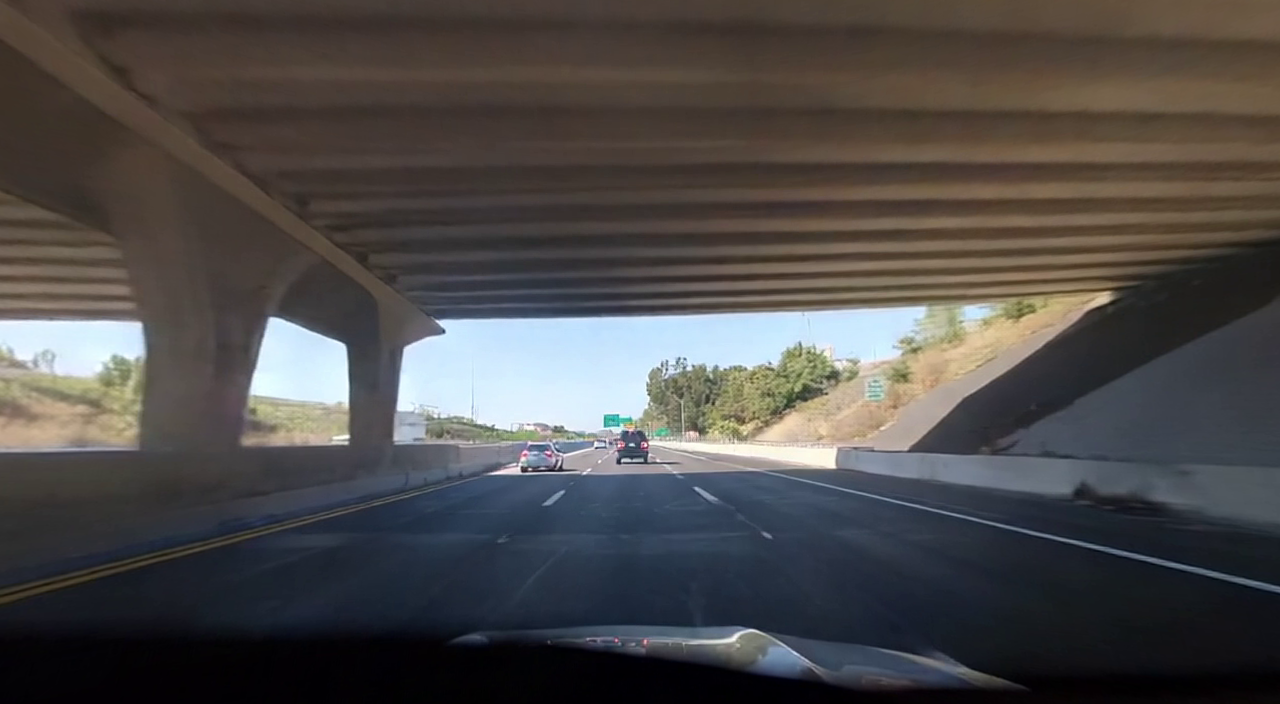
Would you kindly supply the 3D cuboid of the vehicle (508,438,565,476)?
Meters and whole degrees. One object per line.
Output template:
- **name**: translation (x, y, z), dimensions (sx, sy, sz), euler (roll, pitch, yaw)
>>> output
- **vehicle**: translation (-4.462, 4.557, 27.612), dimensions (1.945, 1.550, 3.780), euler (0, -8, -1)

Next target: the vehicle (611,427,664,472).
- **vehicle**: translation (-0.166, 4.719, 30.653), dimensions (2.382, 1.973, 4.439), euler (0, -8, -1)
